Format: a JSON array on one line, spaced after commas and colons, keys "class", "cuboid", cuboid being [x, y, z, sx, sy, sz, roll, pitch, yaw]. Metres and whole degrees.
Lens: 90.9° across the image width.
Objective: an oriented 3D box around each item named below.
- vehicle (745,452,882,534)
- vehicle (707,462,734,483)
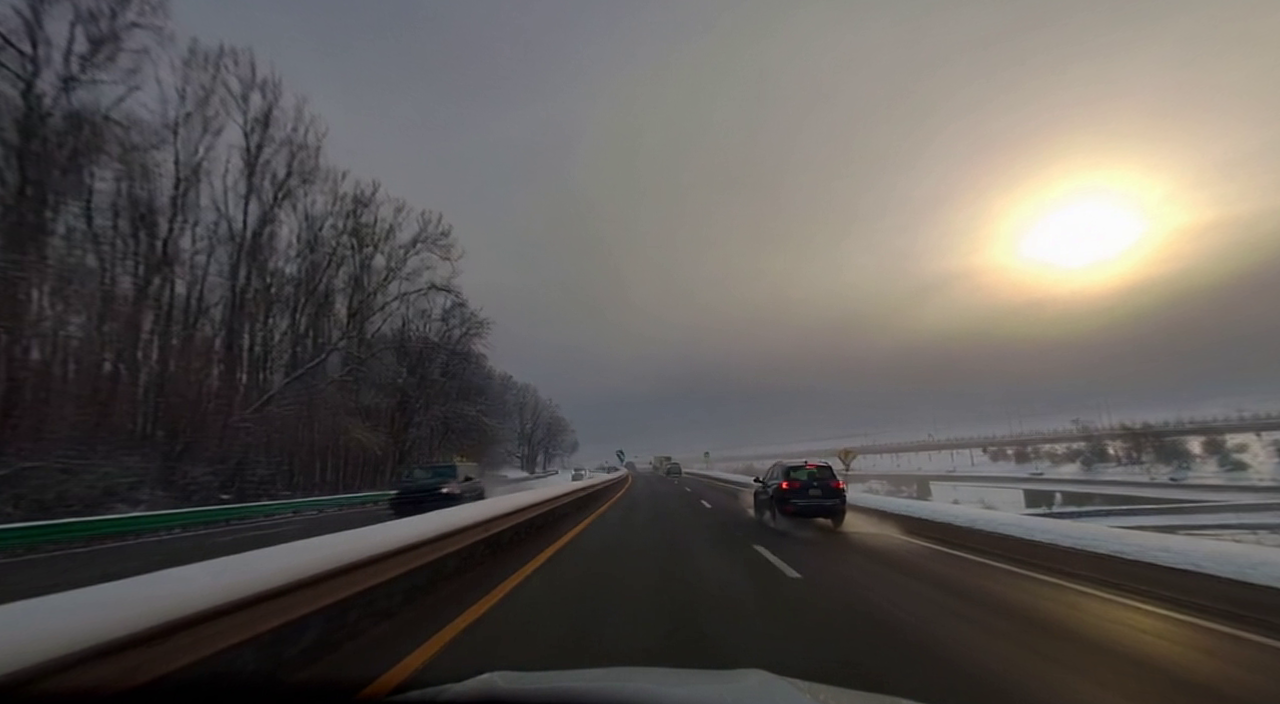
[{"class": "vehicle", "cuboid": [3.818, 3.207, 14.713, 2.023, 1.593, 4.105, 1, -10, 0]}, {"class": "vehicle", "cuboid": [6.303, 9.408, 49.184, 2.018, 1.533, 3.724, -1, -10, 8]}]
